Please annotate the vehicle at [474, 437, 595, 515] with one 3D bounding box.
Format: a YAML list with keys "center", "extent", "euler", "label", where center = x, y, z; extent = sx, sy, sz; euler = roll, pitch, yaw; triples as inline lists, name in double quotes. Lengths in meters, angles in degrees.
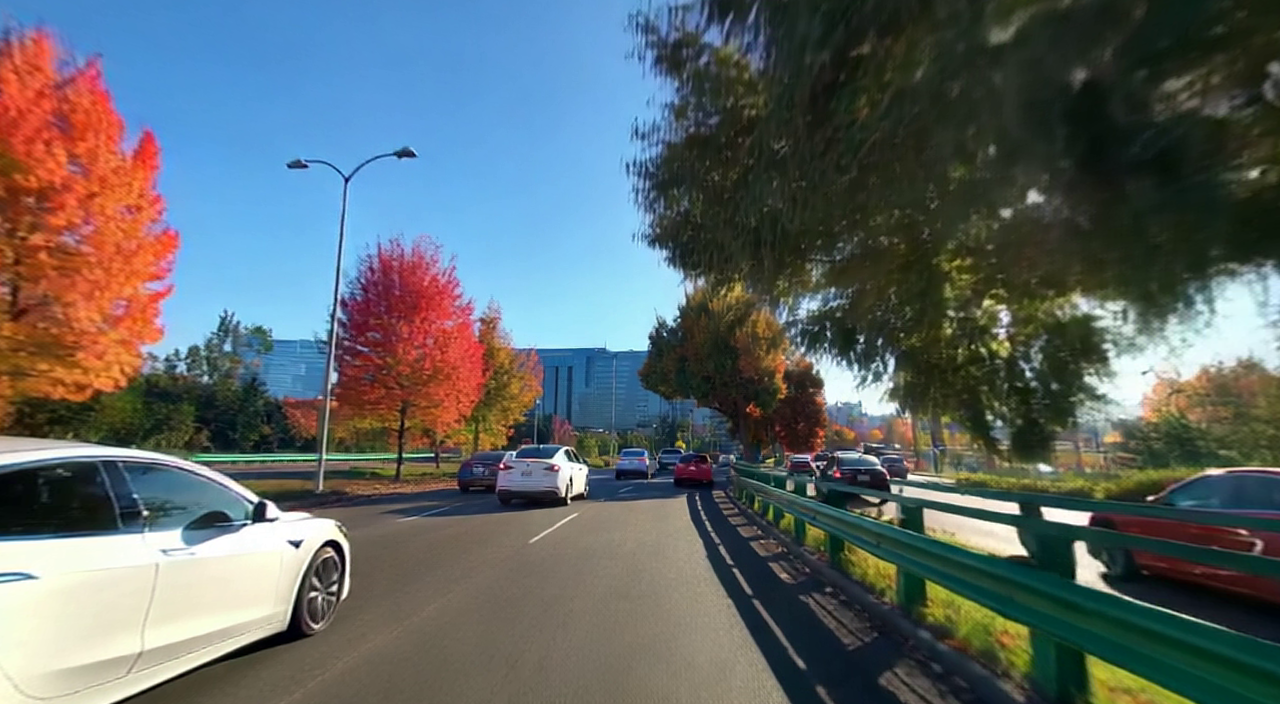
- center: [-2.495, 3.076, 16.147]
  extent: [1.979, 1.663, 4.513]
  euler: [0, -9, 5]
  label: "vehicle"

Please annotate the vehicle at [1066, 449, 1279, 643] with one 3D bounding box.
- center: [6.018, 1.572, 5.118]
  extent: [1.869, 1.516, 4.753]
  euler: [0, -9, 1]
  label: "vehicle"

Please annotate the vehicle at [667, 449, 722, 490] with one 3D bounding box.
- center: [2.328, 4.737, 25.850]
  extent: [2.015, 1.506, 4.276]
  euler: [-1, -9, 8]
  label: "vehicle"

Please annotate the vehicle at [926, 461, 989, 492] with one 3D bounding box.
- center: [17.670, 6.939, 35.270]
  extent: [1.816, 1.481, 4.422]
  euler: [-1, -9, 8]
  label: "vehicle"

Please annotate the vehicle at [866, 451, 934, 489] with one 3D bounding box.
- center: [13.319, 6.041, 32.619]
  extent: [2.121, 1.777, 4.755]
  euler: [-1, -9, 9]
  label: "vehicle"

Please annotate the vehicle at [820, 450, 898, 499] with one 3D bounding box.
- center: [8.035, 4.480, 23.476]
  extent: [1.768, 1.634, 4.064]
  euler: [0, -9, 5]
  label: "vehicle"

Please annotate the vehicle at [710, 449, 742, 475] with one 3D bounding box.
- center: [6.125, 7.707, 44.440]
  extent: [1.977, 1.704, 3.841]
  euler: [-1, -9, 11]
  label: "vehicle"

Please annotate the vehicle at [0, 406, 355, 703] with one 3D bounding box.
- center: [-3.354, 1.037, 2.904]
  extent: [1.921, 1.503, 4.317]
  euler: [0, -9, 2]
  label: "vehicle"

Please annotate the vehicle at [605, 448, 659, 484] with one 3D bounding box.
- center: [-0.316, 5.530, 30.903]
  extent: [1.930, 1.635, 4.260]
  euler: [-1, -9, 9]
  label: "vehicle"
